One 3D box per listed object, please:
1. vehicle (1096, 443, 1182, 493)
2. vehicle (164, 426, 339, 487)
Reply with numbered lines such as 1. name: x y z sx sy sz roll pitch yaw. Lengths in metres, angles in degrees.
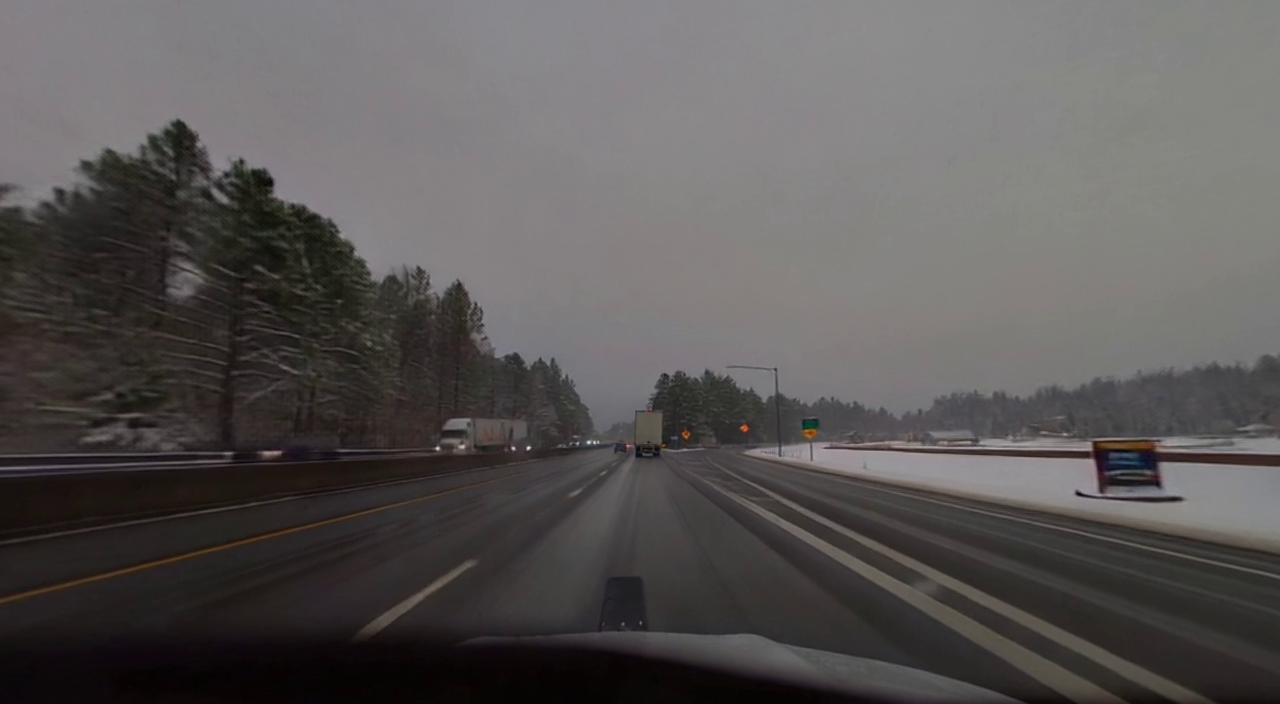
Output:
1. vehicle: 25.149 5.741 31.735 4.629 2.287 2.607 8 -12 -44
2. vehicle: -13.068 3.576 21.891 2.386 1.811 5.807 0 -8 0
